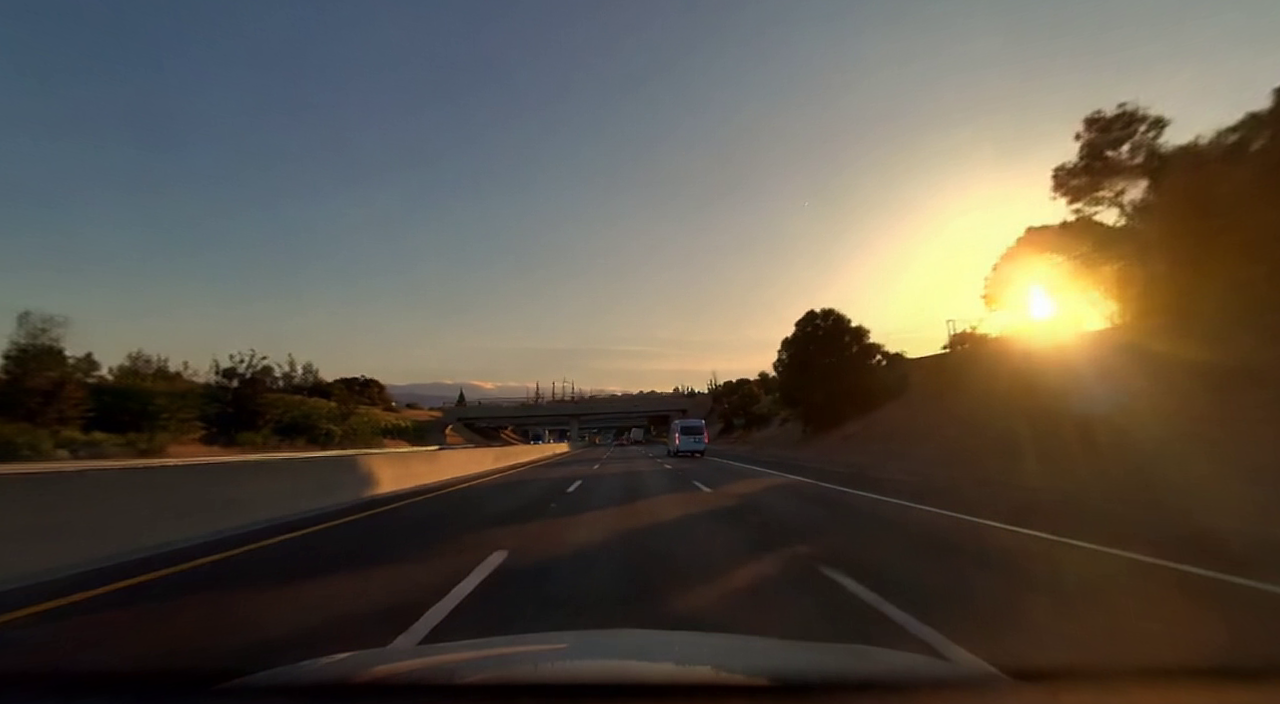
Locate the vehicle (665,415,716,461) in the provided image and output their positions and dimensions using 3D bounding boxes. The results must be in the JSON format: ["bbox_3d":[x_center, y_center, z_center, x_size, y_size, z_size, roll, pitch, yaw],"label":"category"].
[{"bbox_3d":[3.141,5.611,40.928,2.431,2.667,6.921,0,-8,-2],"label":"vehicle"}]
